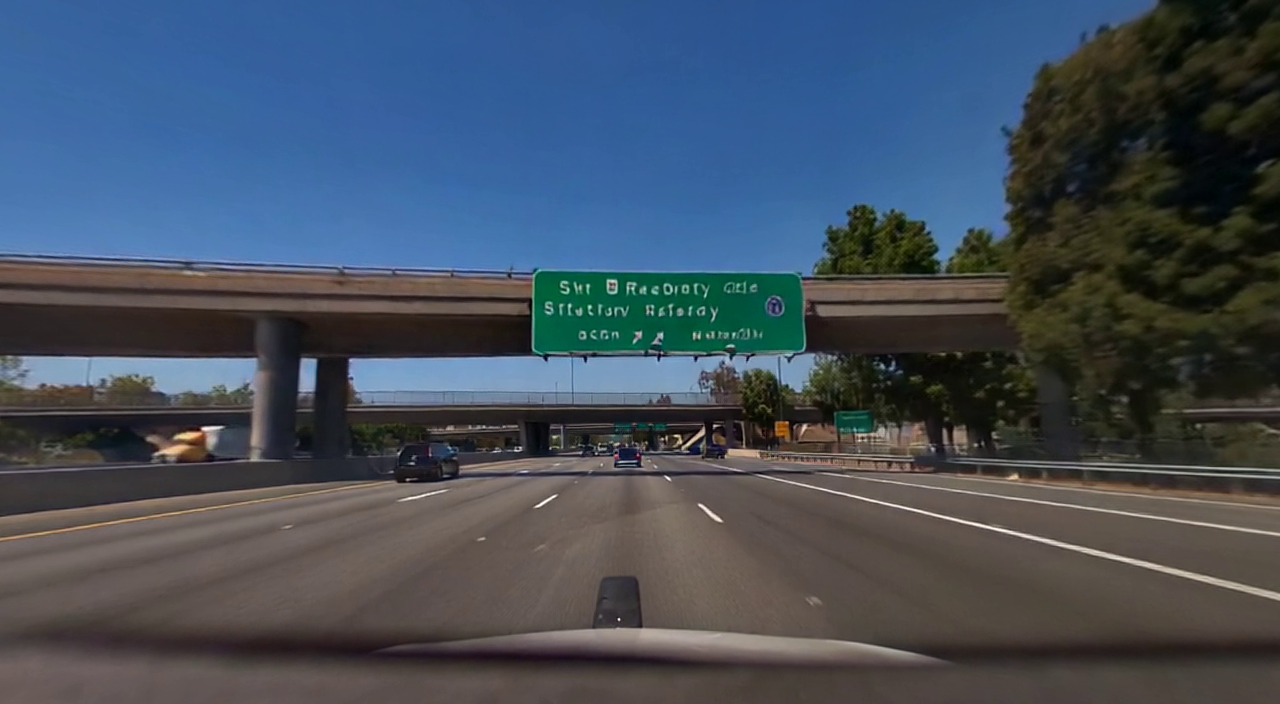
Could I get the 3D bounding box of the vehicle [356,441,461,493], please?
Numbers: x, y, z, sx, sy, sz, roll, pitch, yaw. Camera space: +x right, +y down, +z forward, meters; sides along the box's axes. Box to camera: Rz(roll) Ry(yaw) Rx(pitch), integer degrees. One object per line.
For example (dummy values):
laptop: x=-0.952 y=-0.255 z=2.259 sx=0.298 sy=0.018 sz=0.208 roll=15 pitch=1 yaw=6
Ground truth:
vehicle: x=-7.611 y=3.798 z=21.278 sx=1.957 sy=1.554 sz=4.350 roll=0 pitch=-8 yaw=-1

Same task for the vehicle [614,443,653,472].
vehicle: x=-0.425 y=5.728 z=34.540 sx=2.012 sy=1.471 sz=4.059 roll=0 pitch=-8 yaw=-2
